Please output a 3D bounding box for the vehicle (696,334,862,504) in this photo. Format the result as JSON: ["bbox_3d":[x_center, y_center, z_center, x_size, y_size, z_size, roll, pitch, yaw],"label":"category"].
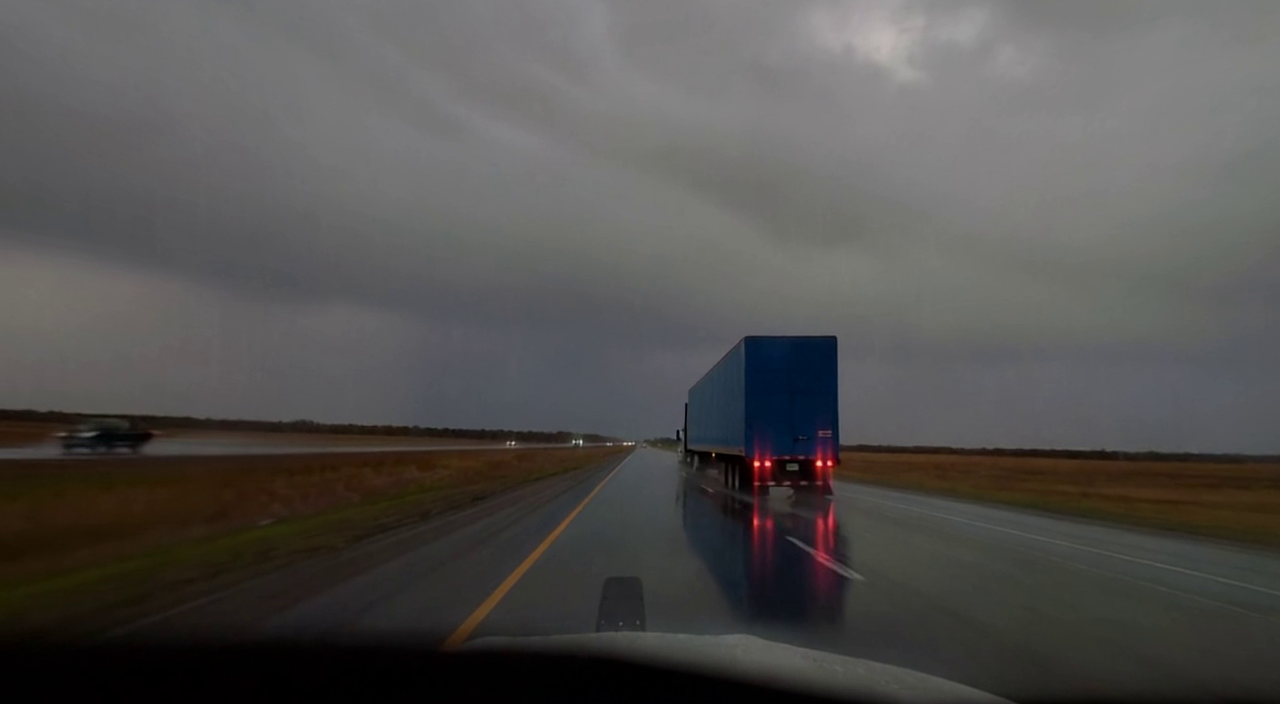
[{"bbox_3d":[3.981,2.606,22.046,2.818,4.206,12.987,0,-9,0],"label":"vehicle"}]

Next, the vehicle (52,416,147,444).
[{"bbox_3d":[-33.386,4.870,39.098,1.905,1.601,4.480,0,-9,0],"label":"vehicle"}]
